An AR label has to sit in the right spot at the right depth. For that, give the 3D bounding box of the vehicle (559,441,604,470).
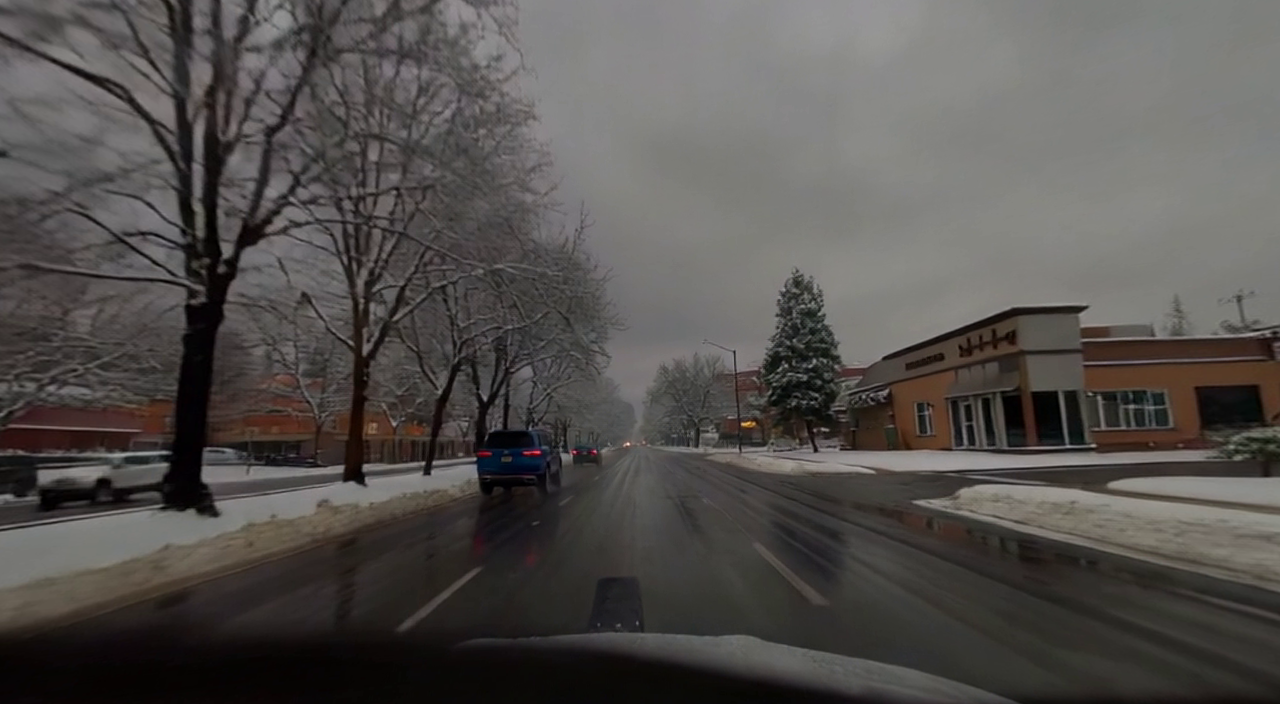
[{"bbox_3d":[-3.128,5.649,34.763,2.069,1.470,4.601,0,-8,0],"label":"vehicle"}]

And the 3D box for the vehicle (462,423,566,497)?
[{"bbox_3d":[-3.359,2.982,17.813,2.042,1.817,4.364,0,-8,0],"label":"vehicle"}]

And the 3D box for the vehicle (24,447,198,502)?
[{"bbox_3d":[-16.493,3.799,20.059,1.832,1.499,4.241,0,-8,0],"label":"vehicle"}]
